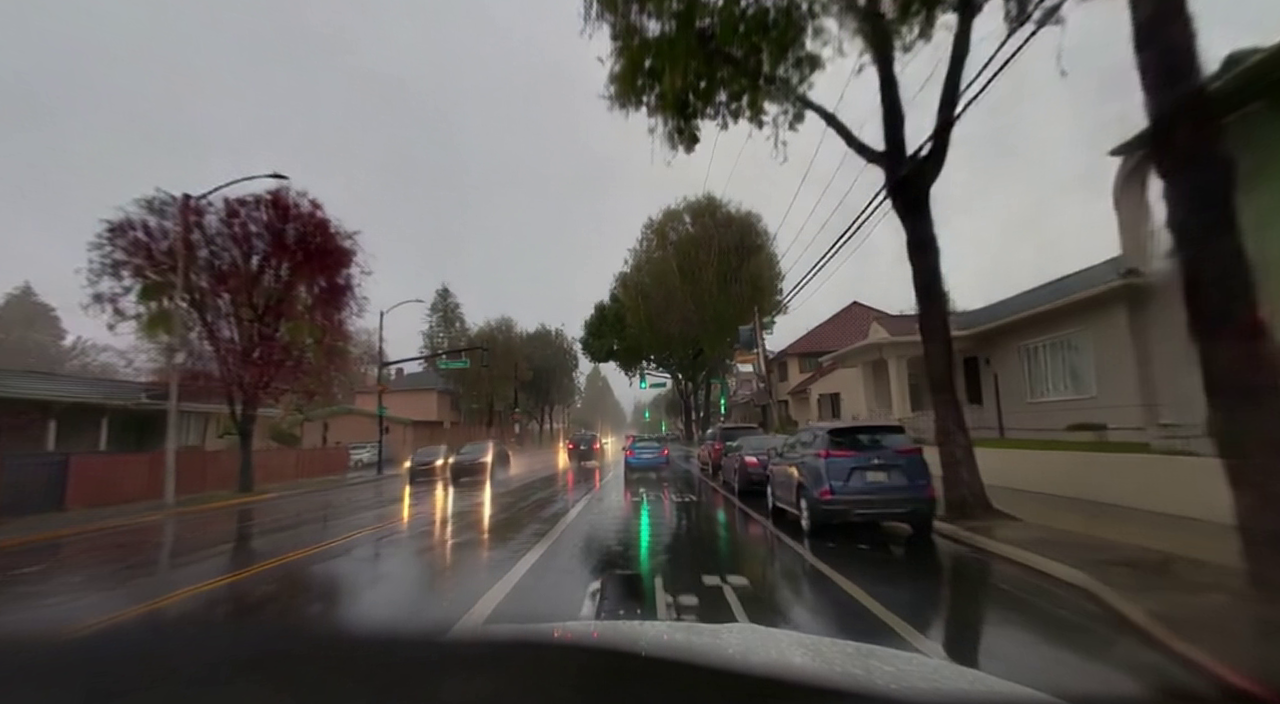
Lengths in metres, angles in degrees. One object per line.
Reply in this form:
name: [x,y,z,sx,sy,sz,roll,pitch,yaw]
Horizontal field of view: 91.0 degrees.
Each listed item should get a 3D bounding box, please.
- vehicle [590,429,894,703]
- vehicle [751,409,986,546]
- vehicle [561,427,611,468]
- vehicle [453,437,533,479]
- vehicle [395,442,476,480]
vehicle: [0.442,1.316,4.756,1.485,1.385,3.283,1,-8,-2]
vehicle: [3.070,1.754,9.515,1.905,1.589,4.028,0,-8,-2]
vehicle: [-2.550,4.608,30.691,1.983,1.841,4.013,-1,-8,1]
vehicle: [-5.784,4.199,25.381,2.055,1.521,4.639,-1,-8,1]
vehicle: [-8.955,4.770,27.947,2.059,1.507,4.379,-1,-8,1]
